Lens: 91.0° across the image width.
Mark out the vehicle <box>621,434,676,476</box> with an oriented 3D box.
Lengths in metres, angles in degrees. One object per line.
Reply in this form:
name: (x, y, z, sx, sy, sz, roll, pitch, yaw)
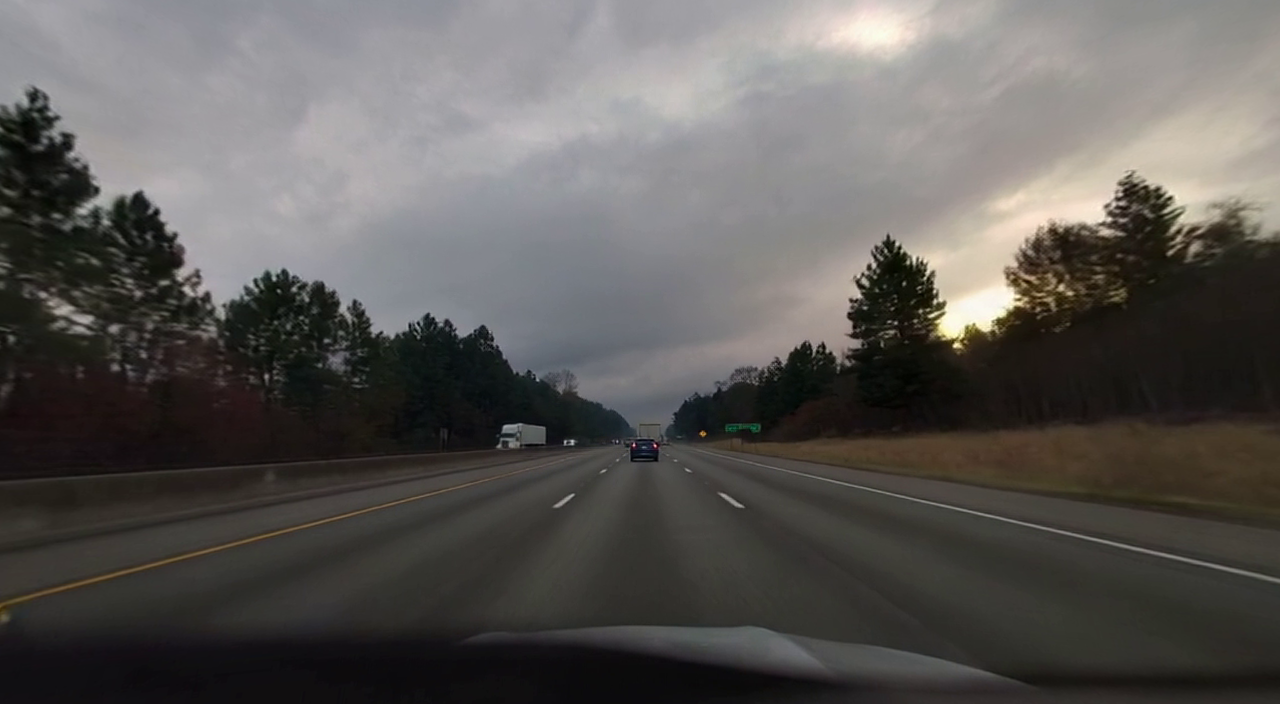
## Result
vehicle: (0.449, 4.302, 26.559, 2.139, 1.607, 4.034, -1, -8, 3)
